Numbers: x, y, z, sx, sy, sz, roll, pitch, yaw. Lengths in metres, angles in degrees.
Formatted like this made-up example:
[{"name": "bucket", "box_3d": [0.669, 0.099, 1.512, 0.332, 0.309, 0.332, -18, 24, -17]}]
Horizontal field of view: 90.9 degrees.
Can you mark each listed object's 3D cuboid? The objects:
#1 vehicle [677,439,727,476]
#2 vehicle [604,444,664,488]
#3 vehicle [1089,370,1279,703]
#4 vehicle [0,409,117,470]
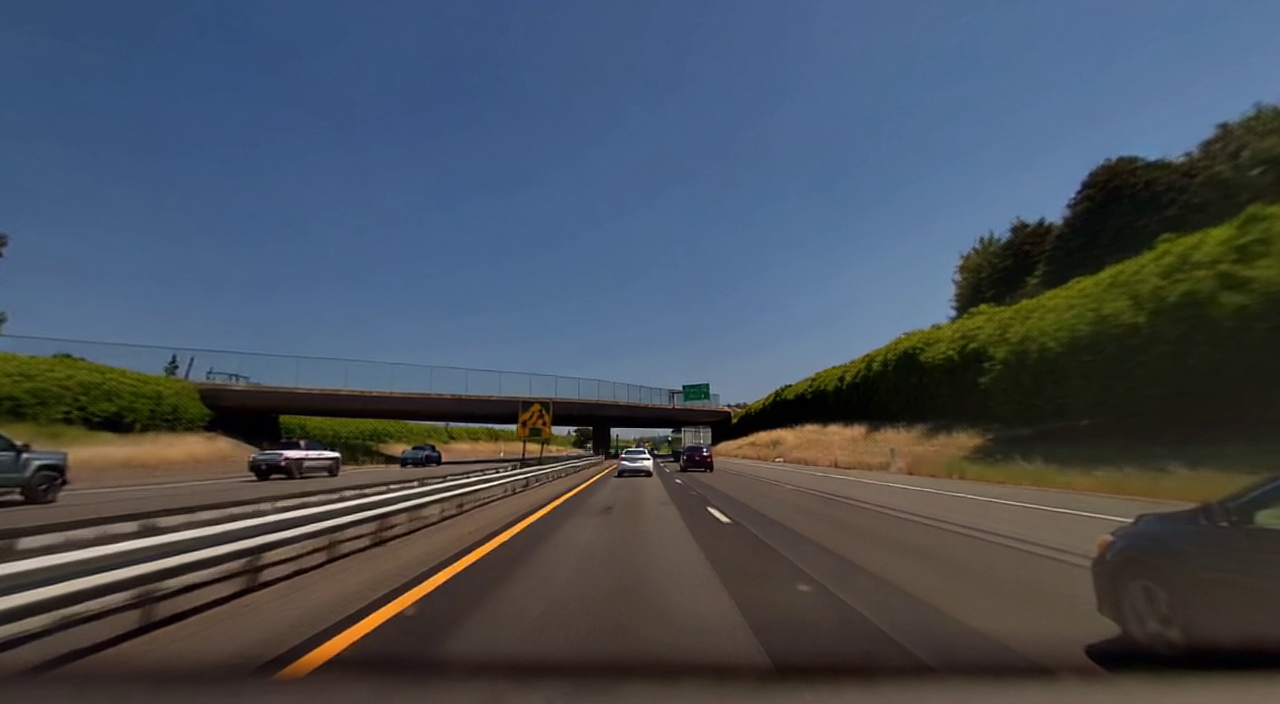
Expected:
[{"name": "vehicle", "box_3d": [3.074, 5.359, 32.088, 2.048, 1.704, 4.284, 0, -9, -1]}, {"name": "vehicle", "box_3d": [-0.209, 4.052, 22.638, 1.970, 1.441, 3.846, 0, -9, 0]}, {"name": "vehicle", "box_3d": [3.086, 0.586, 0.495, 1.997, 1.534, 4.664, 0, -9, 0]}, {"name": "vehicle", "box_3d": [-36.565, 4.783, 34.072, 2.886, 3.282, 16.757, -2, -7, -2]}]
